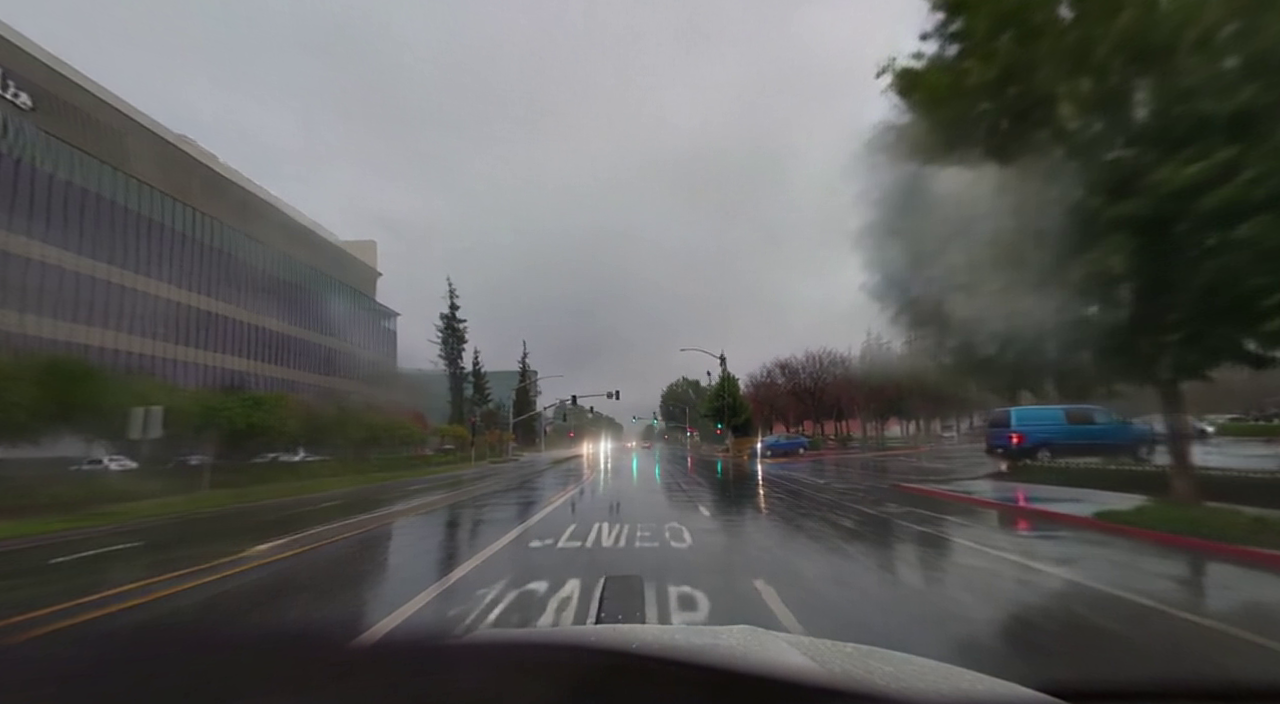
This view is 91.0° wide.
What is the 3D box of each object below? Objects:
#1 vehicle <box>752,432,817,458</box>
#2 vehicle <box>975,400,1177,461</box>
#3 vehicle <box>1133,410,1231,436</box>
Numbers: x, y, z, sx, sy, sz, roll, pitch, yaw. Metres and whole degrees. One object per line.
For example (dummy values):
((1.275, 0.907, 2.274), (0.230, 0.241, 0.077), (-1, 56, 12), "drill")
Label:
((10.950, 7.022, 47.531), (4.635, 1.821, 2.087), (6, -10, -33), "vehicle")
((15.812, 2.915, 23.134), (5.546, 2.117, 2.443), (0, -8, 0), "vehicle")
((36.156, 4.787, 42.097), (1.947, 1.592, 4.418), (4, -9, -24), "vehicle")
